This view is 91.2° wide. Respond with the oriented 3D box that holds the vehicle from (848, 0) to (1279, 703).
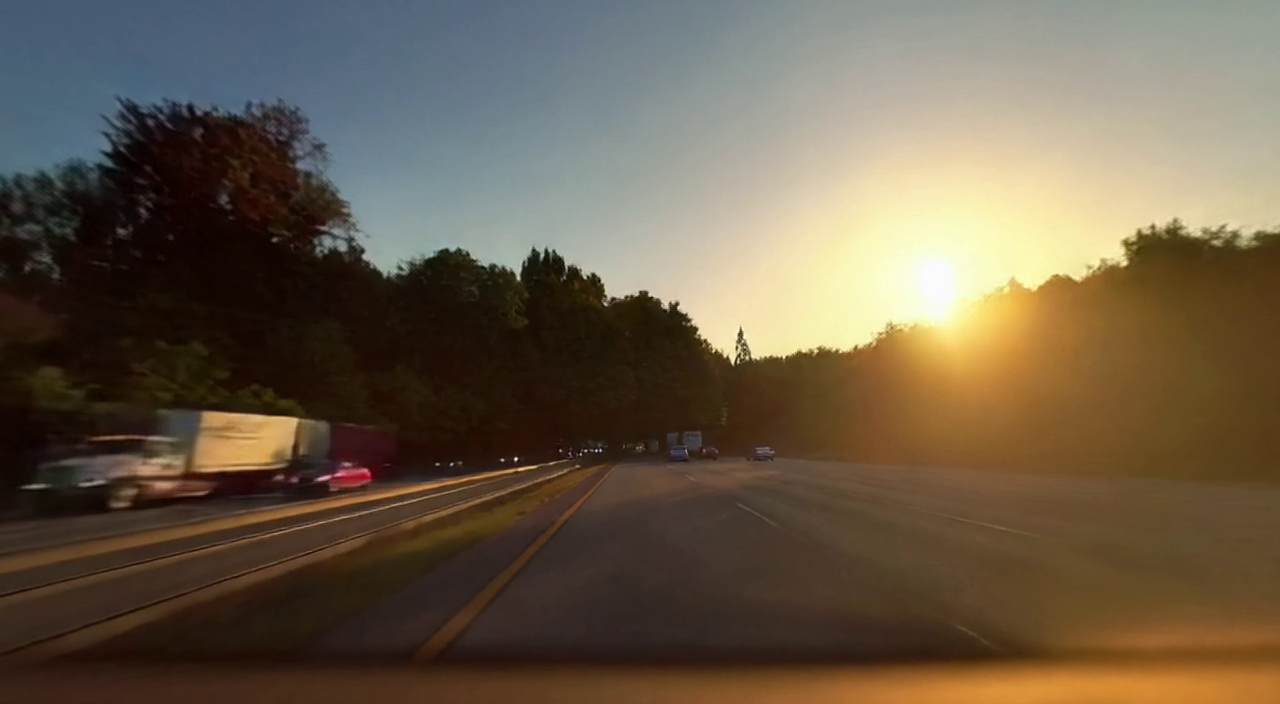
[{"bbox_3d":[4.004,-0.293,1.858,3.015,3.877,10.370,0,-9,-1],"label":"vehicle"}]
